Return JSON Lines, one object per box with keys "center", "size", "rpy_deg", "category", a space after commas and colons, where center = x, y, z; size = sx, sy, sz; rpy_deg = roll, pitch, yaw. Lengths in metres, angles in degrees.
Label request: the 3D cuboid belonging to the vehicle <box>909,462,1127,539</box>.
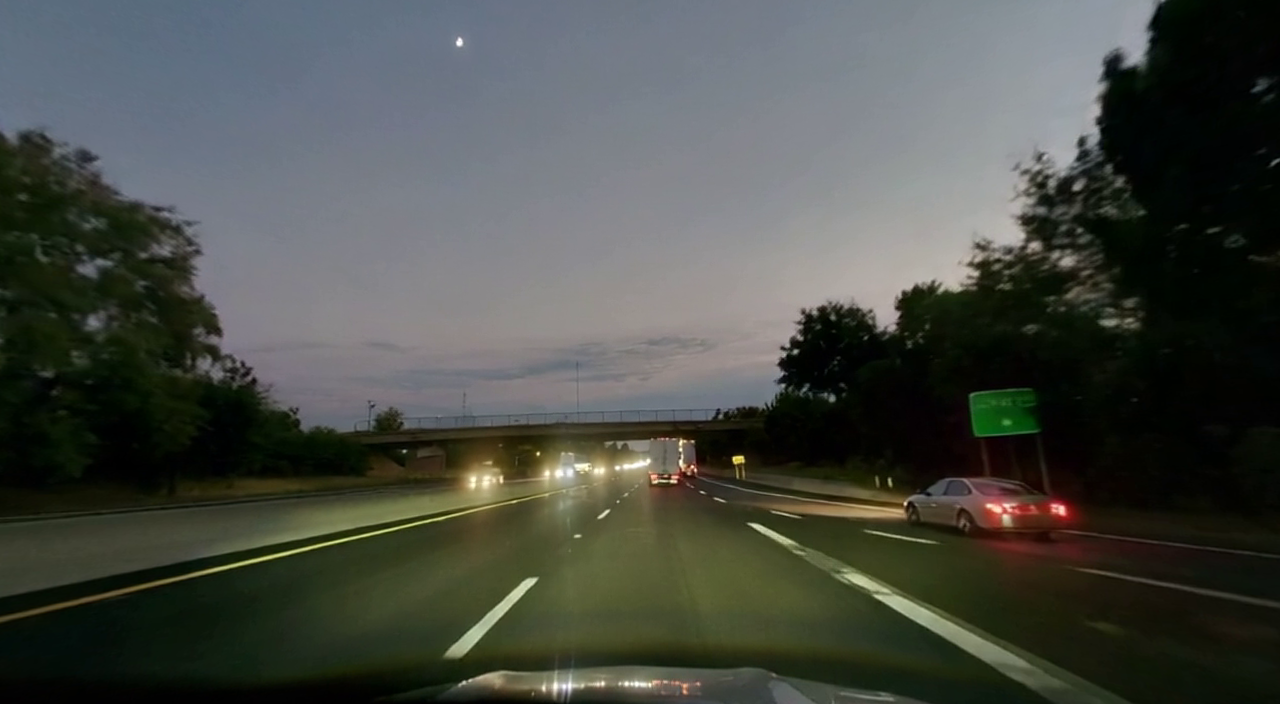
{"center": [8.365, 3.301, 14.490], "size": [1.949, 1.468, 4.145], "rpy_deg": [3, -11, -10], "category": "vehicle"}
